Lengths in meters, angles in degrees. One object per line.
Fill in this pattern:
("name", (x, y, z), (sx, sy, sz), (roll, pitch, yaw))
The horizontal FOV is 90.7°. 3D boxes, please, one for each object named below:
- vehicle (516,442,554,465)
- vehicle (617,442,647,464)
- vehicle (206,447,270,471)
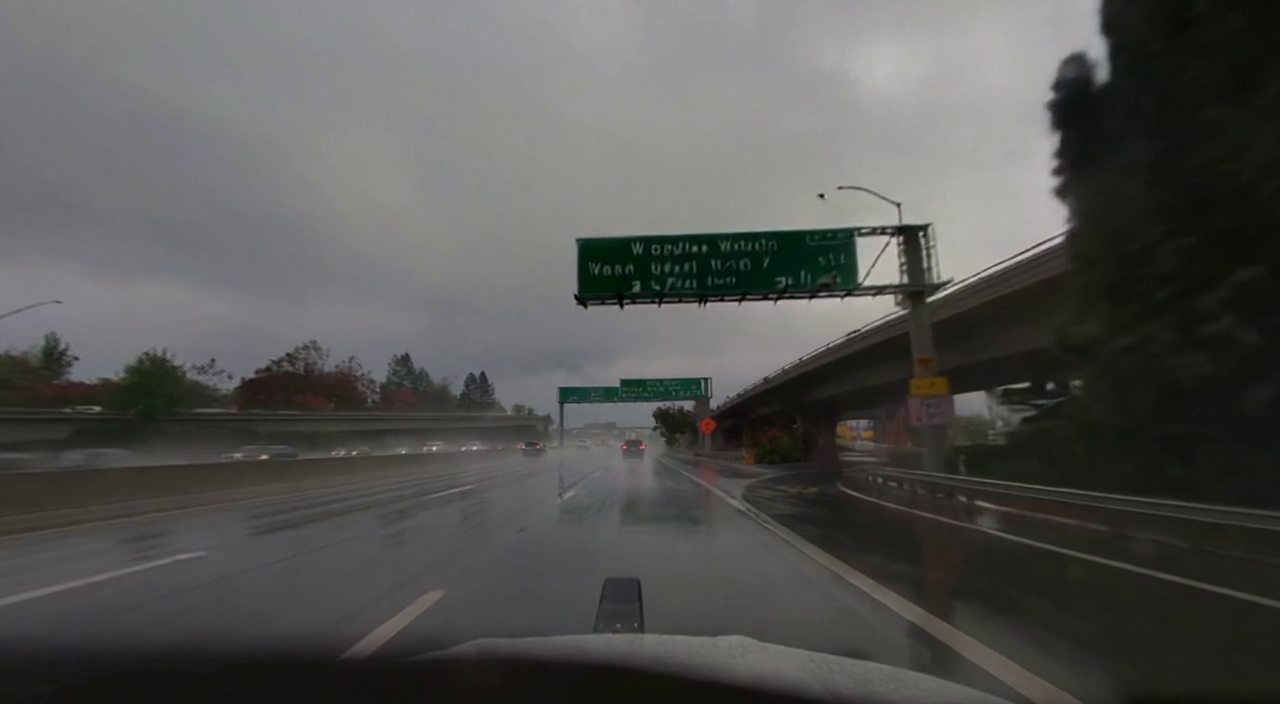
("vehicle", (-7.449, 7.239, 45.300), (1.994, 1.487, 4.605), (0, -8, 0))
("vehicle", (-0.648, 7.435, 46.692), (2.086, 1.472, 4.168), (0, -8, -2))
("vehicle", (-28.332, 7.498, 44.743), (1.854, 1.589, 3.993), (0, -8, 0))
